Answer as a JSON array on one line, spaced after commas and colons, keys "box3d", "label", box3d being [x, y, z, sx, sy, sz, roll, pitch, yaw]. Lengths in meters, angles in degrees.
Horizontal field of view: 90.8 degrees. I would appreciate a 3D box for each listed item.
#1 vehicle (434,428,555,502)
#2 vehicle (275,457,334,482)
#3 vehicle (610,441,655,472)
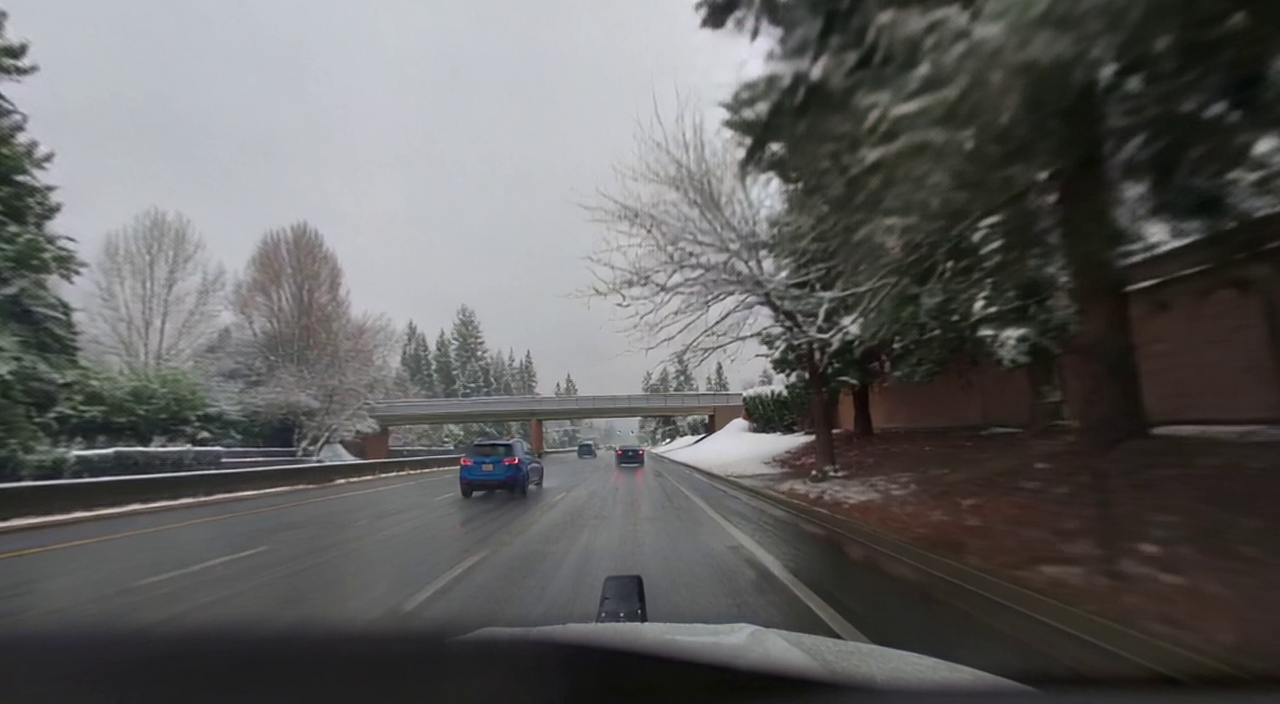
[{"box3d": [-3.845, 3.101, 17.697, 2.223, 1.771, 4.581, 0, -9, 1], "label": "vehicle"}, {"box3d": [-24.794, 8.681, 46.822, 1.854, 1.645, 4.522, 0, -9, 0], "label": "vehicle"}, {"box3d": [-0.416, 5.467, 33.254, 2.205, 1.509, 4.272, 0, -9, -1], "label": "vehicle"}]
